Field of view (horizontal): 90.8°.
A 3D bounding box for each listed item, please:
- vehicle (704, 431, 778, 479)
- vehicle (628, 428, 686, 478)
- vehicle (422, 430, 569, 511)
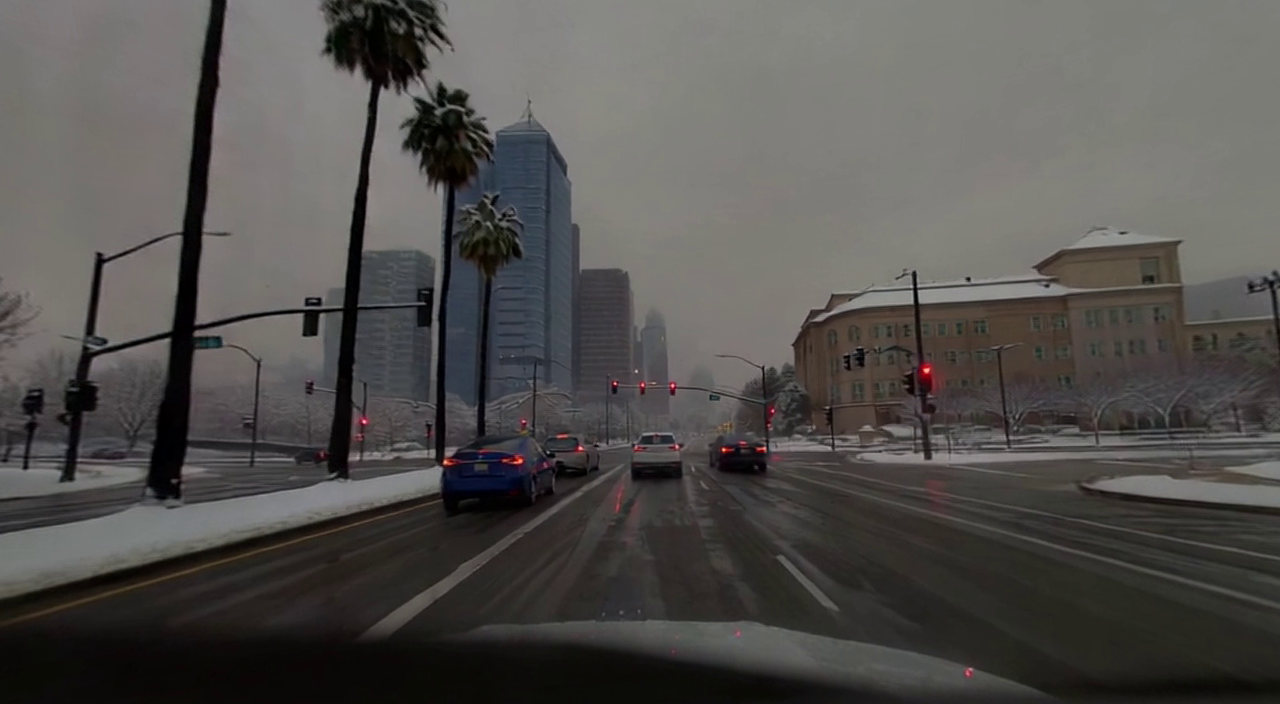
[{"bbox_3d":[3.538,3.694,22.798,1.936,1.567,3.896,0,-9,-1],"label":"vehicle"},{"bbox_3d":[0.644,3.872,24.453,2.060,1.730,4.257,0,-8,1],"label":"vehicle"},{"bbox_3d":[-2.943,2.548,14.050,1.962,1.480,4.605,-1,-8,3],"label":"vehicle"}]
